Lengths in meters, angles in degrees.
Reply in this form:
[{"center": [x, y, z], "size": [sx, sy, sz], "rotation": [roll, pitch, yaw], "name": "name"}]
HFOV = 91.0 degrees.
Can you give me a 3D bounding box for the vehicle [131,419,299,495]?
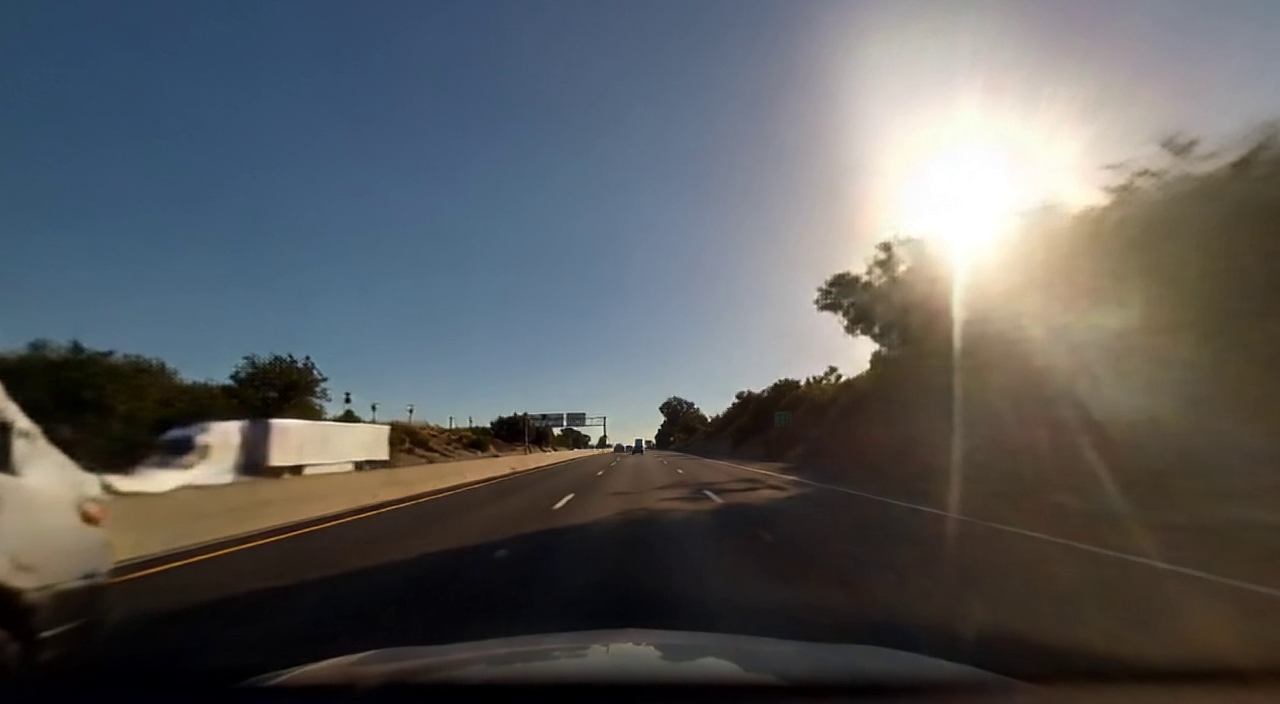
[{"center": [-18.741, 4.665, 28.451], "size": [2.651, 3.017, 6.875], "rotation": [0, -8, 1], "name": "vehicle"}]
